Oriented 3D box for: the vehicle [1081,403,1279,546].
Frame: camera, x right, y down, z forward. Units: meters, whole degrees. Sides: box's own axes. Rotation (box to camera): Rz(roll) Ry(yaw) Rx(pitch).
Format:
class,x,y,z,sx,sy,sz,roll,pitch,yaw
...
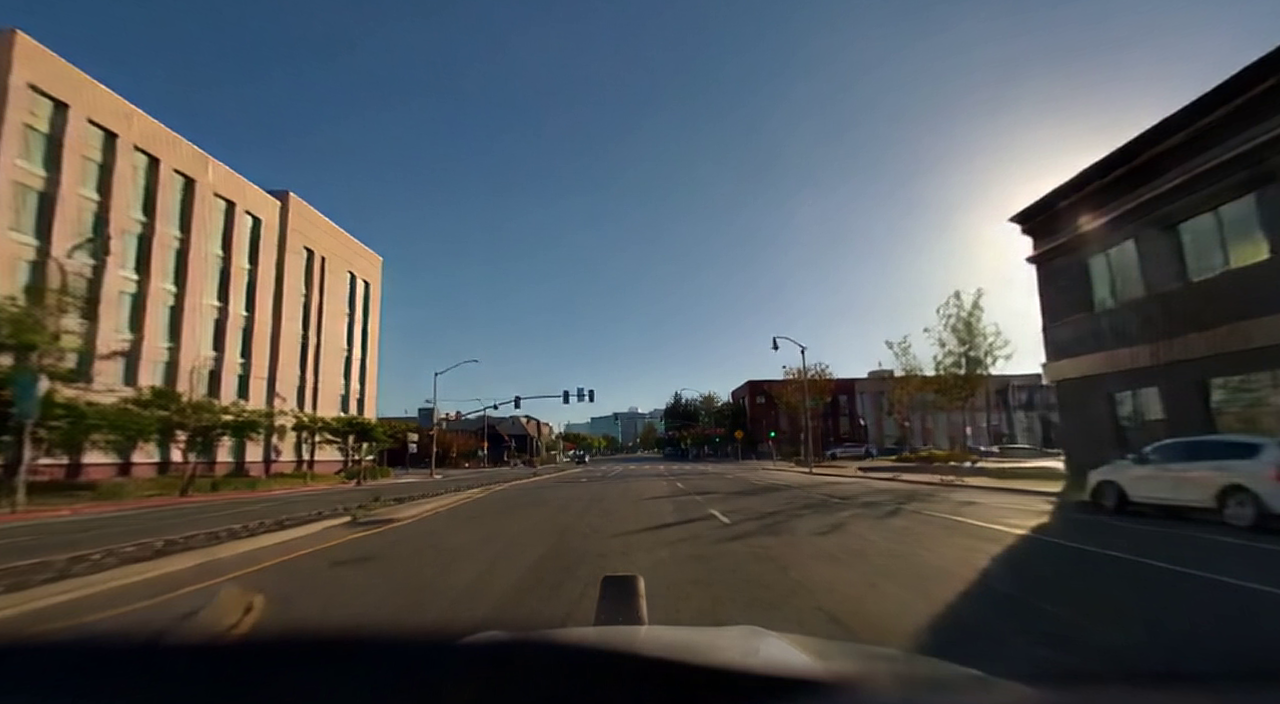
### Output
class,x,y,z,sx,sy,sz,roll,pitch,yaw
vehicle,10.021,1.984,10.495,2.101,1.957,4.718,-1,-9,3
